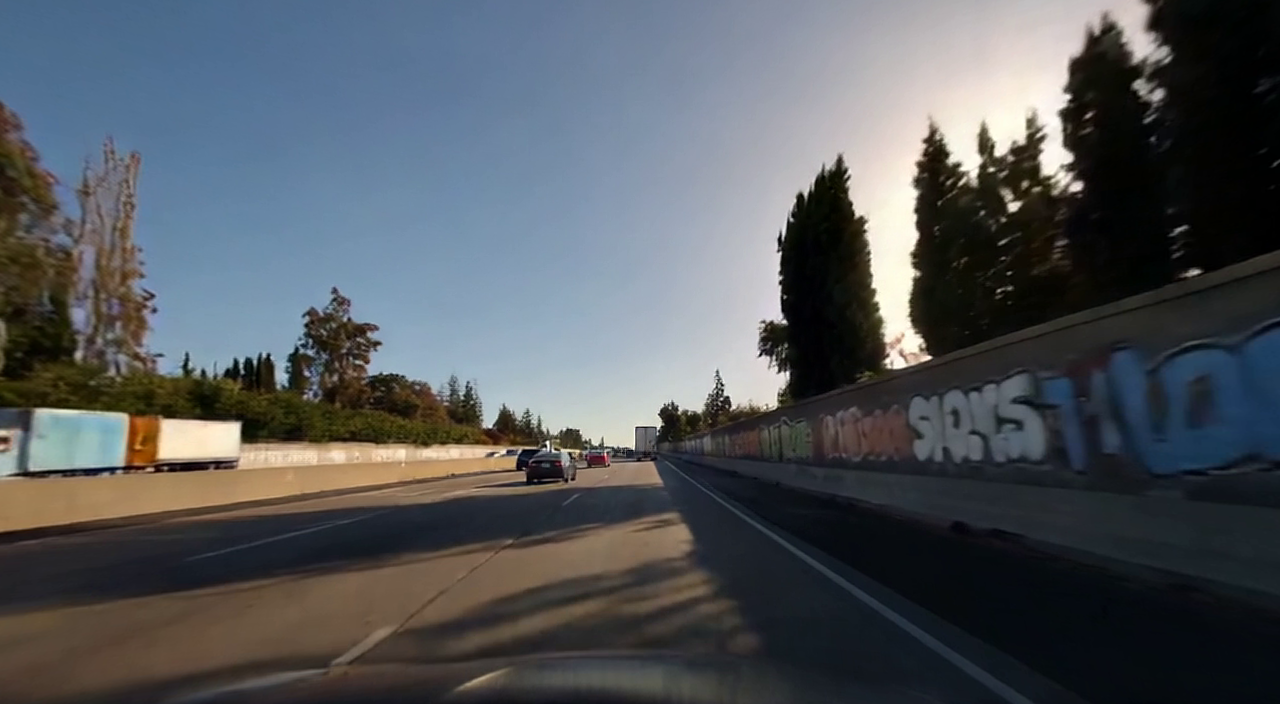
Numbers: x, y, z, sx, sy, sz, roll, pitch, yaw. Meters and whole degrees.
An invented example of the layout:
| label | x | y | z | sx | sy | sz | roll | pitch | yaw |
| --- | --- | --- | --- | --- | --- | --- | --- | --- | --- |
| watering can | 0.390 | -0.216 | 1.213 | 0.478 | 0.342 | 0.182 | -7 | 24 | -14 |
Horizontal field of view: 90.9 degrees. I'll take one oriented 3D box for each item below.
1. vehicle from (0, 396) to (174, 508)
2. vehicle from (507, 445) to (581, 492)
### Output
| label | x | y | z | sx | sy | sz | roll | pitch | yaw |
| --- | --- | --- | --- | --- | --- | --- | --- | --- | --- |
| vehicle | -22.447 | 3.737 | 23.561 | 3.241 | 3.624 | 8.590 | 0 | -9 | 1 |
| vehicle | -3.195 | 3.975 | 21.861 | 1.803 | 1.466 | 4.509 | 0 | -9 | 1 |
